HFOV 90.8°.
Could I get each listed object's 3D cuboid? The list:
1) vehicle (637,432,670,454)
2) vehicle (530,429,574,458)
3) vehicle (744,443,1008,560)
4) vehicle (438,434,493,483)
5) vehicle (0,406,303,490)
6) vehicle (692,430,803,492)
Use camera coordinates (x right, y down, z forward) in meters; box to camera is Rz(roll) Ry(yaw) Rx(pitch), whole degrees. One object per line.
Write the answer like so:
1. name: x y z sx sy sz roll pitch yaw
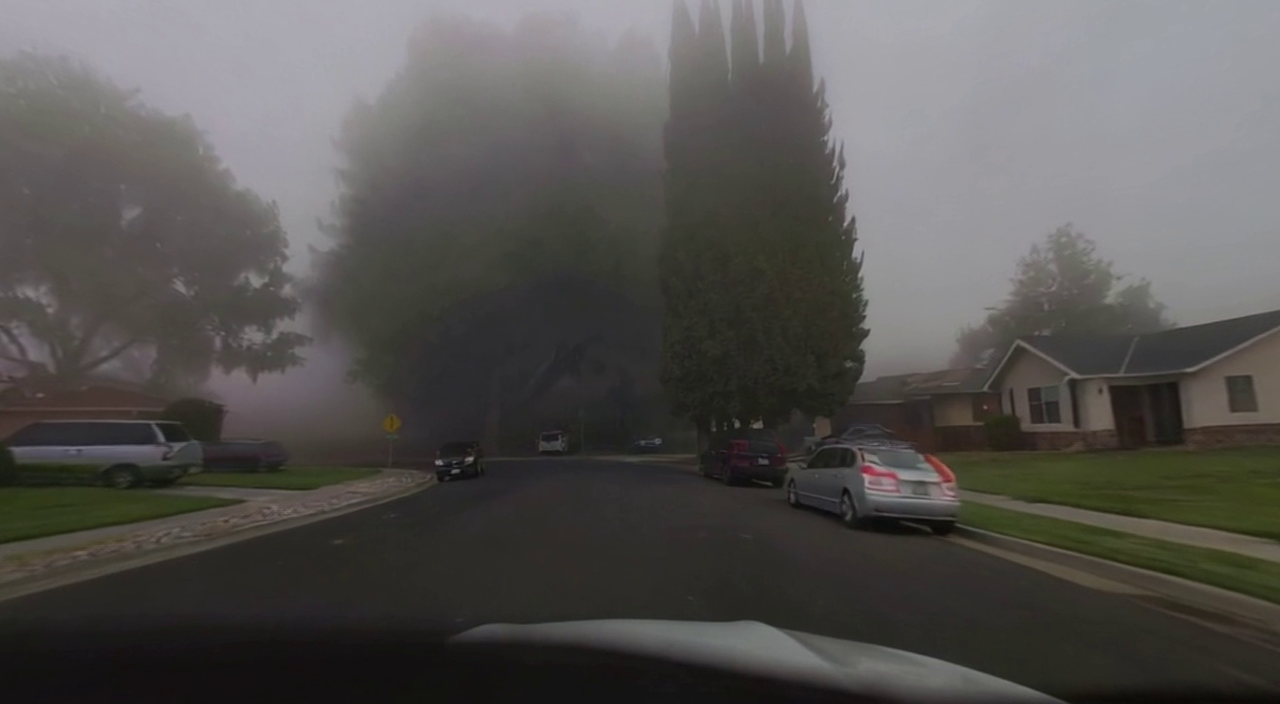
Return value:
1. vehicle: 1.095 7.158 49.567 2.258 1.675 4.032 -1 -9 6
2. vehicle: -6.987 7.159 49.660 2.371 2.138 5.373 2 -8 -19
3. vehicle: 3.459 2.258 10.532 1.984 1.437 4.726 1 -8 -9
4. vehicle: -7.384 4.431 26.801 1.976 1.855 4.299 2 -8 -15
5. vehicle: -12.980 2.580 17.394 6.197 1.824 2.113 0 -8 -17
6. vehicle: 3.248 3.394 20.175 1.993 1.720 4.583 2 -8 -11
